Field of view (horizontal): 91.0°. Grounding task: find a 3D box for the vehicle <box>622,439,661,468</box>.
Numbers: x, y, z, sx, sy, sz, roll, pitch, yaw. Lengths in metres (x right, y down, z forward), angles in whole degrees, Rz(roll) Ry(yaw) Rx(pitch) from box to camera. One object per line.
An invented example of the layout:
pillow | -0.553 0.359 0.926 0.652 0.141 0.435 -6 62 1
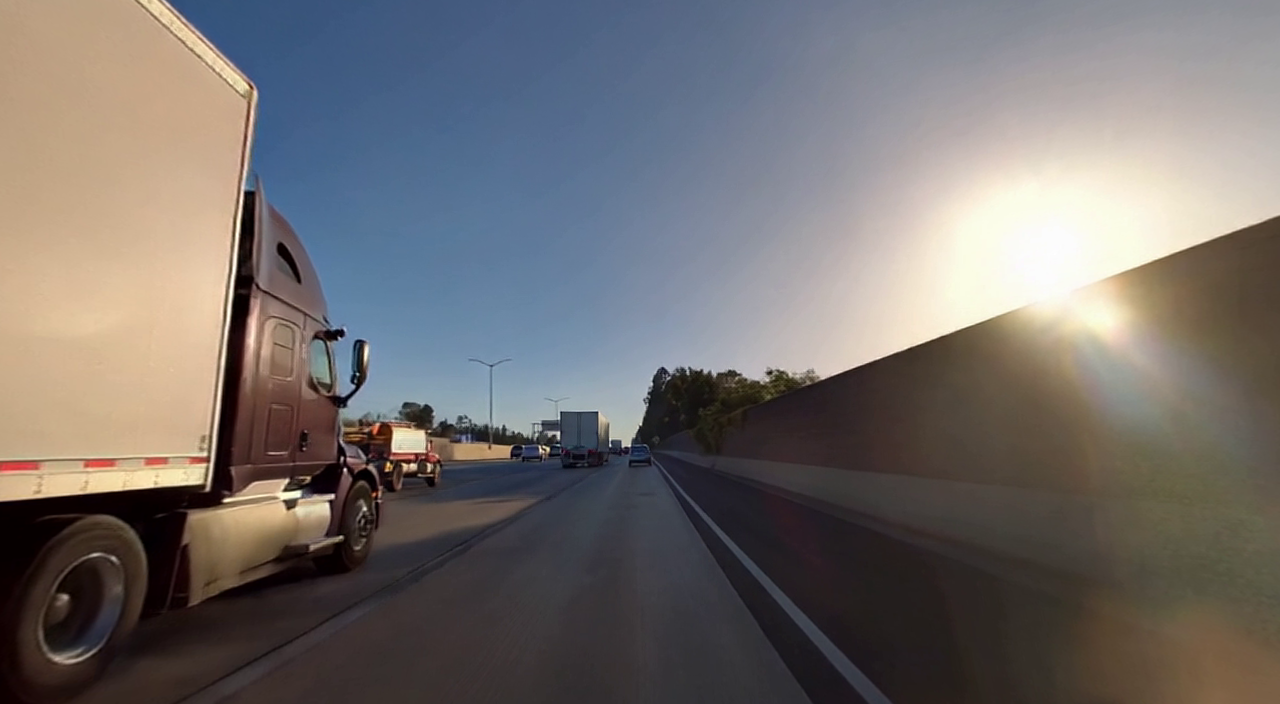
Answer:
vehicle | 0.115 6.081 37.756 2.178 1.640 4.071 0 -9 1

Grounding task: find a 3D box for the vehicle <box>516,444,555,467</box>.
vehicle | -7.216 7.151 43.809 1.962 1.489 4.002 0 -9 1

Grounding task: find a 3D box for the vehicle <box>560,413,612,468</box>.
vehicle | -3.555 6.178 43.682 2.956 3.331 9.575 0 -9 -1

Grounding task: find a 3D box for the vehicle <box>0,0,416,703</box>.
vehicle | -3.662 -0.047 1.035 3.025 3.266 9.256 0 -9 1
